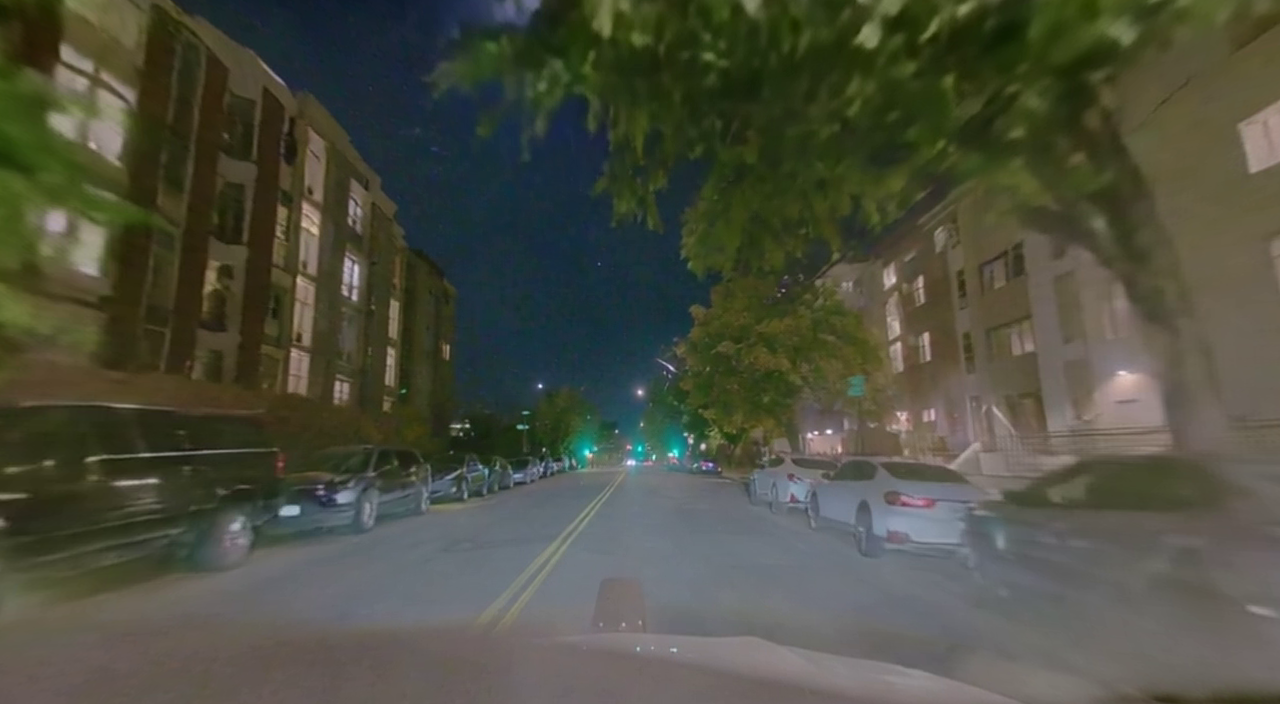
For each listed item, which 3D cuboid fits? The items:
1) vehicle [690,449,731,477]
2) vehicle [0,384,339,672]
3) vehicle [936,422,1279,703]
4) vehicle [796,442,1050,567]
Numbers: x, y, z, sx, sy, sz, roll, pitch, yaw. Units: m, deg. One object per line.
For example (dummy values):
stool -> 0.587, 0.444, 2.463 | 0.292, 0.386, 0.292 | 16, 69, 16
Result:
vehicle -> 4.041, 6.406, 36.496 | 1.883, 1.527, 3.828 | 0, -9, -1
vehicle -> -6.138, 1.709, 7.158 | 2.376, 2.219, 6.021 | -2, -8, 1
vehicle -> 3.772, 1.227, 3.780 | 1.881, 1.500, 4.299 | 0, -9, 0
vehicle -> 3.921, 2.167, 9.727 | 1.846, 1.464, 4.420 | 0, -9, 0
